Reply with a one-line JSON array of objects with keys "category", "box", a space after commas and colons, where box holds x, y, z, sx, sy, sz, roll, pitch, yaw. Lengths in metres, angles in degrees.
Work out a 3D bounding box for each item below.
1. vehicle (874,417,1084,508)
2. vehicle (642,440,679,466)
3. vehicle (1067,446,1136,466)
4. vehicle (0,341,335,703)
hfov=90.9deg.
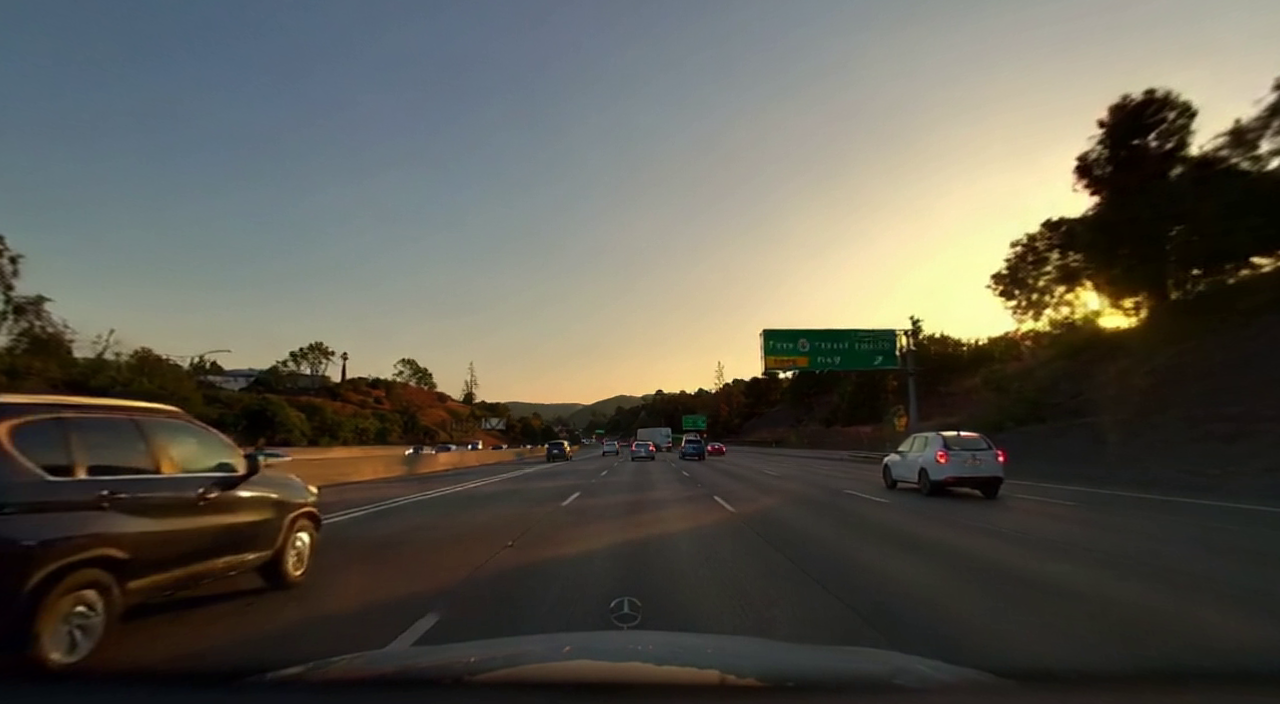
[{"category": "vehicle", "box": [7.589, 2.538, 14.908, 2.123, 1.756, 4.959, 0, -8, -1]}, {"category": "vehicle", "box": [1.189, 6.162, 38.667, 2.050, 1.452, 3.917, 0, -8, -1]}, {"category": "vehicle", "box": [36.261, 8.165, 49.729, 1.979, 1.497, 4.540, 0, -8, 0]}, {"category": "vehicle", "box": [-4.046, 0.929, 3.593, 2.118, 1.750, 4.875, 0, -8, 1]}]
